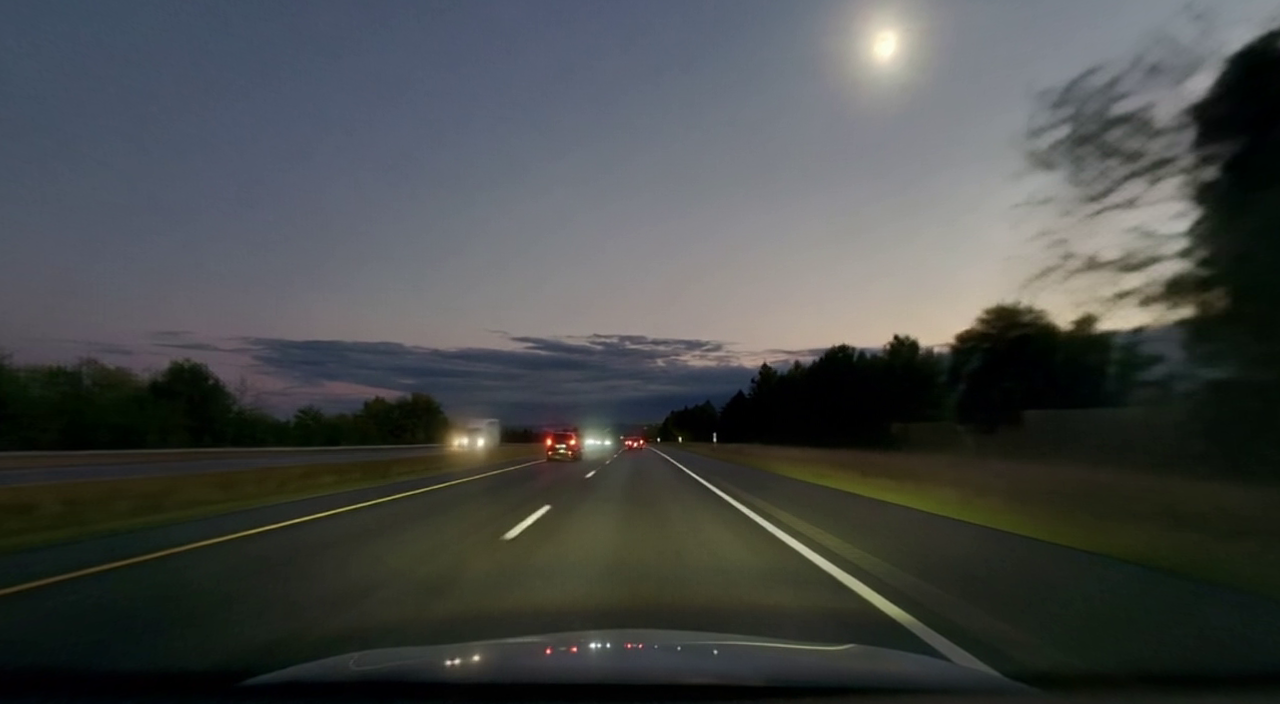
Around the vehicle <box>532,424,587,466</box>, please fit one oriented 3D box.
[{"bbox_3d":[-4.102,4.845,32.924,2.241,2.034,4.890,0,-8,-1],"label":"vehicle"}]
